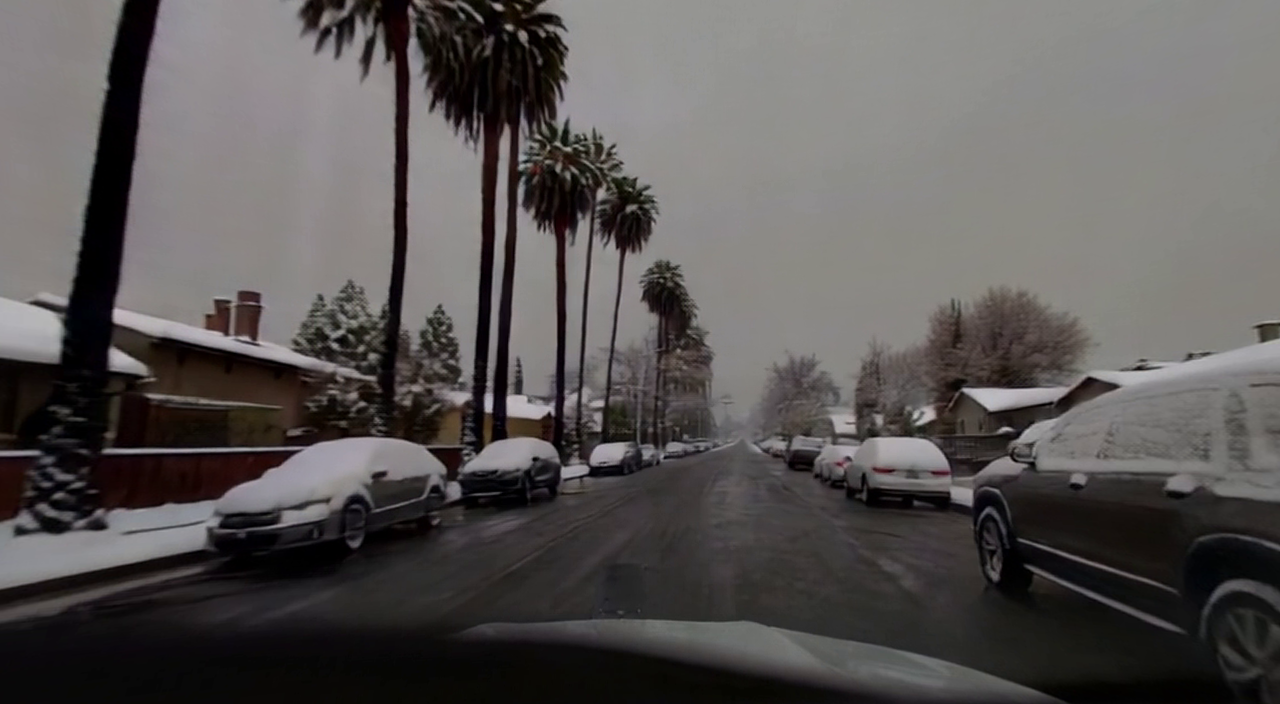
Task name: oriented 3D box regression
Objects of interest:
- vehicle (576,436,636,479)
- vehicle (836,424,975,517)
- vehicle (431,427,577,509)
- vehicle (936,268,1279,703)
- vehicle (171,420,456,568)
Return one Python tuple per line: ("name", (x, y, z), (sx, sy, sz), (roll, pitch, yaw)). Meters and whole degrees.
("vehicle", (-1.484, 4.792, 29.039), (1.947, 1.803, 4.381), (-2, -8, 8))
("vehicle", (6.230, 2.799, 15.502), (1.964, 1.889, 4.708), (-2, -8, 8))
("vehicle", (-3.361, 2.992, 16.930), (2.020, 1.819, 5.168), (-2, -8, 9))
("vehicle", (4.601, 0.978, 4.612), (2.649, 2.232, 6.576), (-2, -8, 10))
("vehicle", (-4.406, 1.925, 9.328), (1.816, 1.697, 3.777), (-1, -8, 8))
